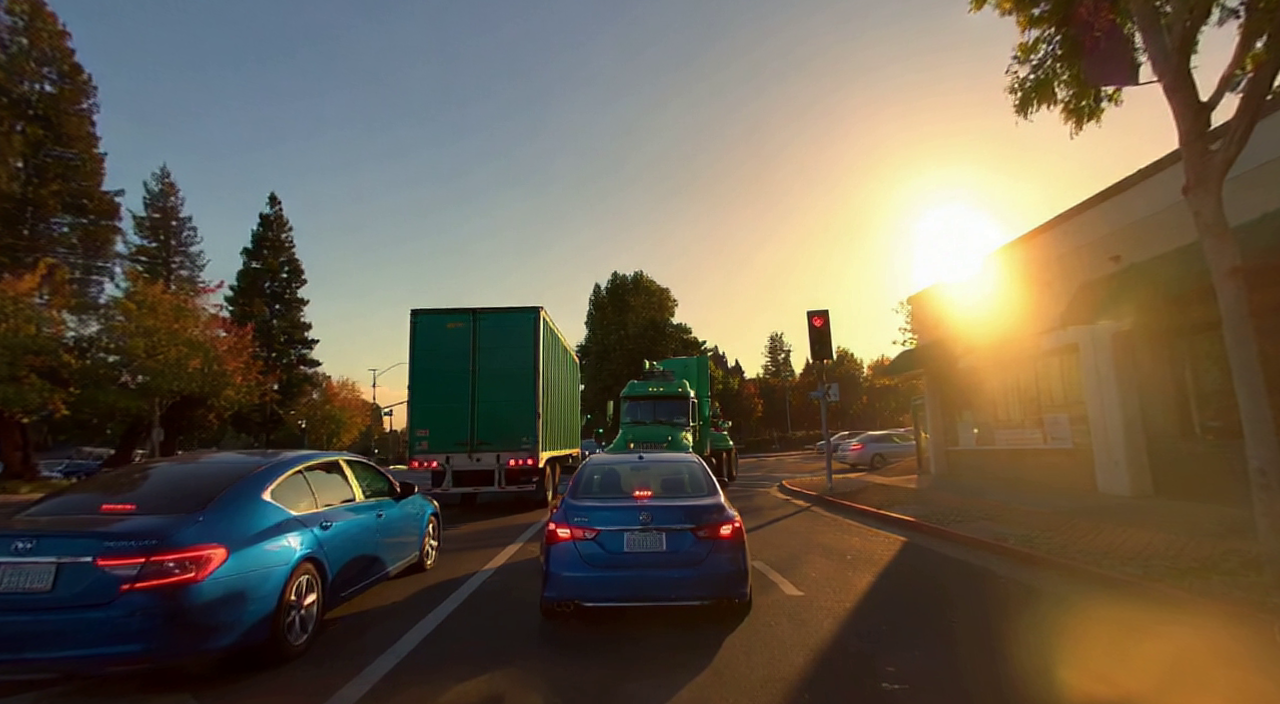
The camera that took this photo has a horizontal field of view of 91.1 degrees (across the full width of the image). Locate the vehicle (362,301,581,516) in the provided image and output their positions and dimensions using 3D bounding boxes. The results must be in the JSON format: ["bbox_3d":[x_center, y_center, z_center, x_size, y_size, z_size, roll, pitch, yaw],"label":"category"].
[{"bbox_3d":[-3.263,1.478,14.631,3.020,3.800,7.105,0,-8,0],"label":"vehicle"}]

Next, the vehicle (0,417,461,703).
[{"bbox_3d":[-3.094,1.373,5.166,1.969,1.471,4.378,0,-8,0],"label":"vehicle"}]

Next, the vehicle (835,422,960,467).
[{"bbox_3d":[11.523,4.166,28.258,4.681,1.713,1.969,-2,-9,-10],"label":"vehicle"}]

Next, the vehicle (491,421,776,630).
[{"bbox_3d":[-0.108,1.571,6.706,2.067,1.506,4.118,0,-8,-2],"label":"vehicle"}]
